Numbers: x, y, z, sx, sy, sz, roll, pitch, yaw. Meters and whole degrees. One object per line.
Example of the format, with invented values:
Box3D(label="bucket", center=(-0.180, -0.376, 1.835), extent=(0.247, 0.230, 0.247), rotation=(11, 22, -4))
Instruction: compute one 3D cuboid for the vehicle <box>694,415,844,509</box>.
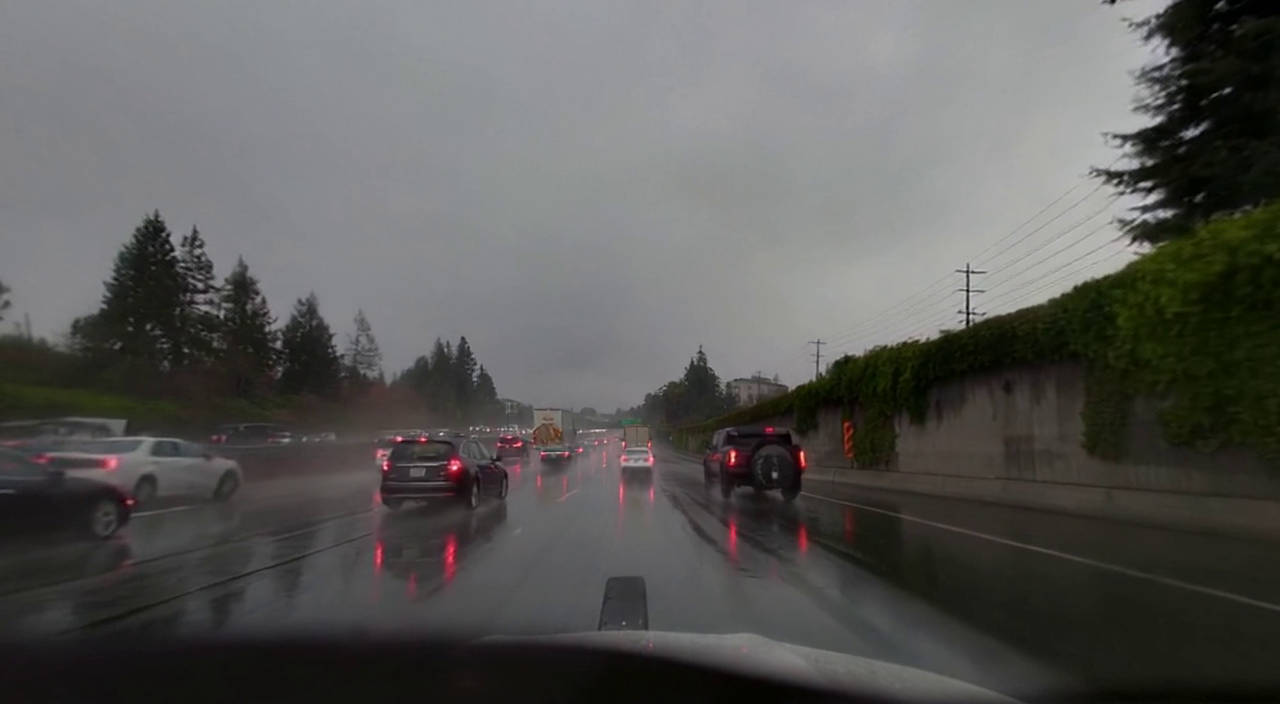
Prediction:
Box3D(label="vehicle", center=(3.225, 2.953, 17.462), extent=(2.793, 2.132, 5.682), rotation=(0, -8, -1))

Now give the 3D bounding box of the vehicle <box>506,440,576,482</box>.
Box3D(label="vehicle", center=(-3.909, 4.410, 25.836), extent=(2.049, 1.530, 4.707), rotation=(0, -8, 1))

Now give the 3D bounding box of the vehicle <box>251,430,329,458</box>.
Box3D(label="vehicle", center=(-20.738, 5.489, 37.578), extent=(2.070, 1.583, 4.541), rotation=(0, -8, 0))

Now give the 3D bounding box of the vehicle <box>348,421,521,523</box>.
Box3D(label="vehicle", center=(-3.931, 2.379, 13.037), extent=(2.026, 1.719, 4.490), rotation=(0, -8, 0))

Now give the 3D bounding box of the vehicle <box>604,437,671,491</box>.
Box3D(label="vehicle", center=(-0.053, 3.822, 21.848), extent=(2.092, 1.671, 3.889), rotation=(0, -8, 1))

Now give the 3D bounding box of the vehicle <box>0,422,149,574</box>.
Box3D(label="vehicle", center=(-7.533, 1.421, 5.933), extent=(1.985, 1.529, 4.710), rotation=(0, -8, 1))
